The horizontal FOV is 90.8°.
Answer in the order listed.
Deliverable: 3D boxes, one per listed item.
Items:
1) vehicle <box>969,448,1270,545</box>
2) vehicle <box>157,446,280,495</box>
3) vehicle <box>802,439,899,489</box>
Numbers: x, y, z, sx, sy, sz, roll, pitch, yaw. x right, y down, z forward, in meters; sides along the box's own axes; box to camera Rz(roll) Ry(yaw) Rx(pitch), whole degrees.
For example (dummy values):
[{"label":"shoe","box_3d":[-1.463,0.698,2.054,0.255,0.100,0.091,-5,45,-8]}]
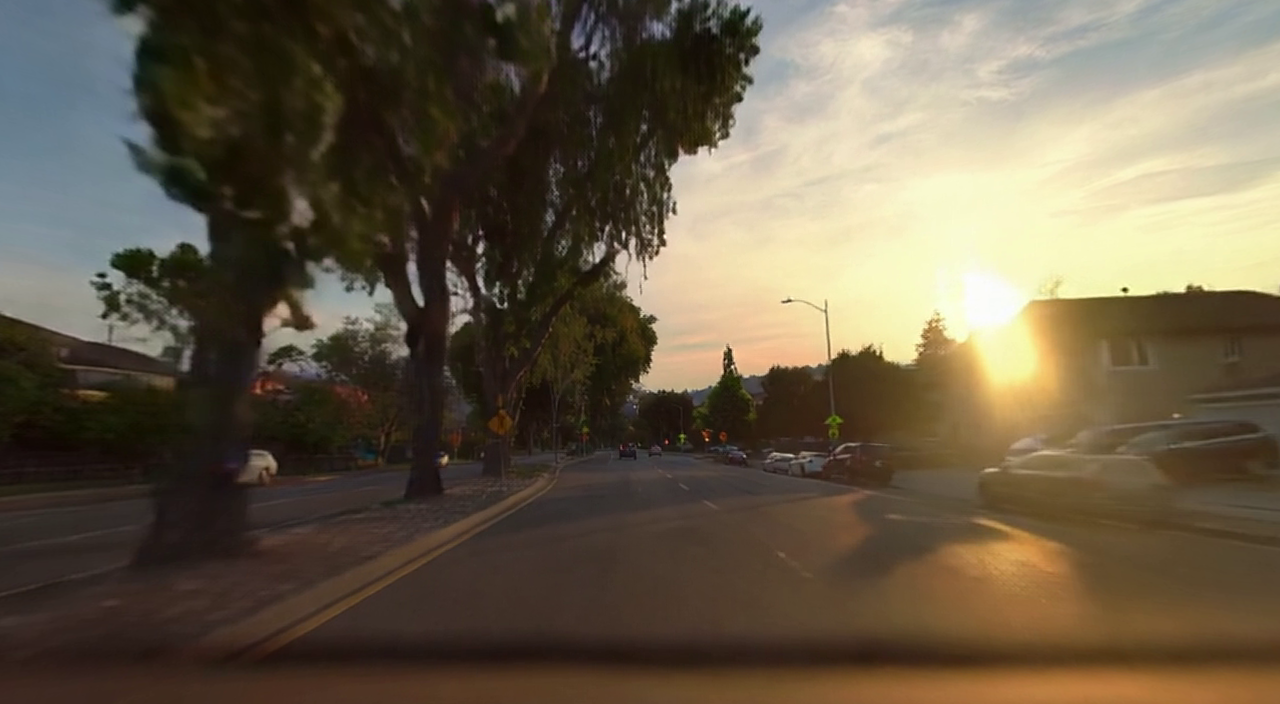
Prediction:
[{"label":"vehicle","box_3d":[9.032,2.704,12.685,2.009,1.493,4.983,0,-9,-2]},{"label":"vehicle","box_3d":[-18.151,5.068,27.623,2.016,1.755,5.389,-3,-8,-4]},{"label":"vehicle","box_3d":[8.460,4.551,26.002,2.100,1.821,4.991,0,-9,-2]}]
